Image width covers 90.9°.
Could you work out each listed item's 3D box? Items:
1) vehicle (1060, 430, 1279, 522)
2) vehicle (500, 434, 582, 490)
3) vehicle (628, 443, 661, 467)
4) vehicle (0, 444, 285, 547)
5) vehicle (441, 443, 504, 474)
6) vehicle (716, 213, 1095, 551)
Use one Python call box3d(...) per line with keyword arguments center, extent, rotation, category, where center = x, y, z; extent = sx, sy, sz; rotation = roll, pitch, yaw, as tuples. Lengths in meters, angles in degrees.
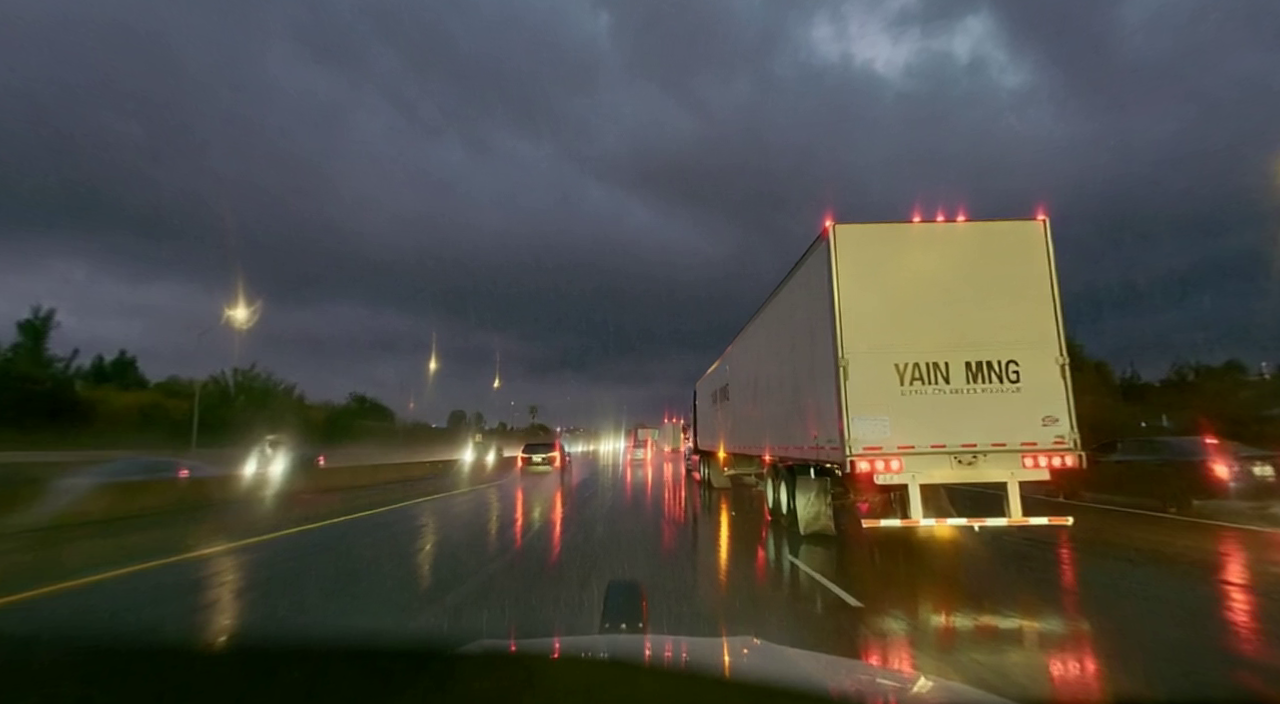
box3d(center=(11.016, 2.367, 12.633), extent=(1.917, 1.471, 4.759), rotation=(0, -9, 0), category="vehicle")
box3d(center=(-3.278, 3.753, 21.823), extent=(2.058, 1.711, 4.226), rotation=(0, -9, 1), category="vehicle")
box3d(center=(0.263, 6.808, 41.721), extent=(2.063, 1.469, 4.208), rotation=(0, -9, -1), category="vehicle")
box3d(center=(-8.958, 2.467, 11.626), extent=(2.042, 1.482, 4.708), rotation=(0, -9, 1), category="vehicle")
box3d(center=(-8.915, 5.696, 33.974), extent=(2.080, 1.546, 4.386), rotation=(0, -9, 1), category="vehicle")
box3d(center=(3.863, 1.221, 13.800), extent=(2.821, 4.077, 12.562), rotation=(0, -9, 0), category="vehicle")
